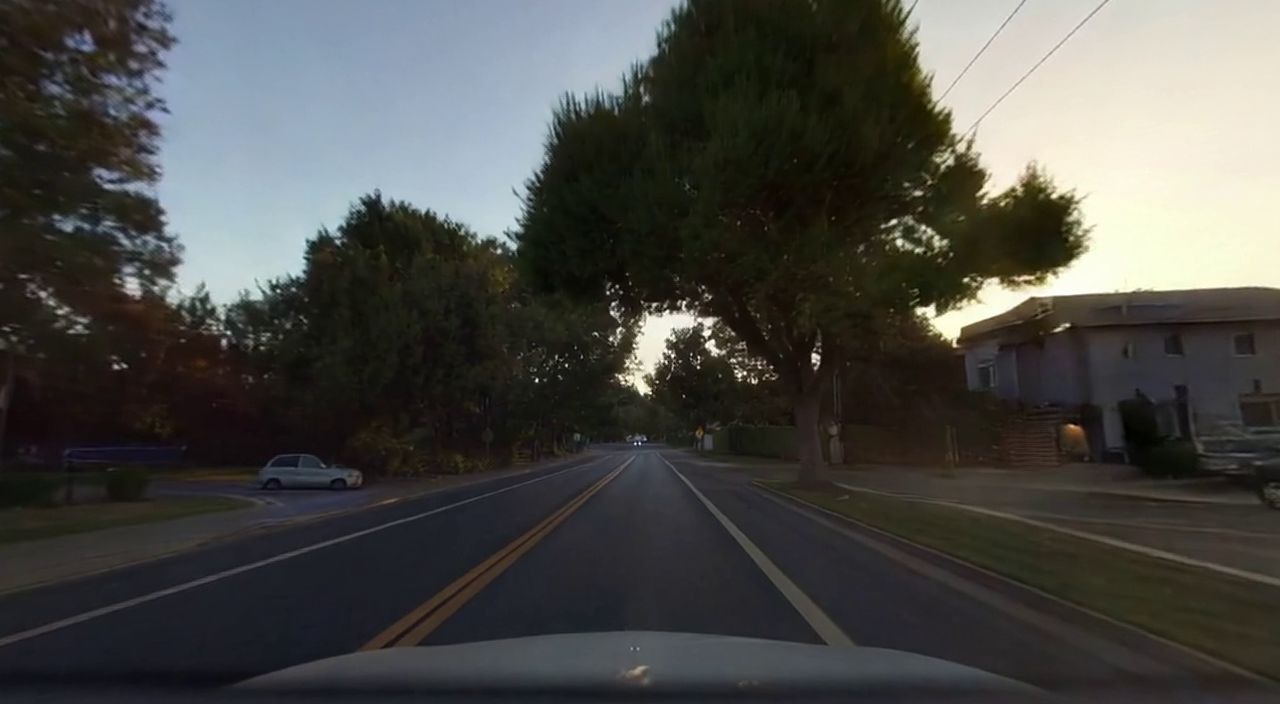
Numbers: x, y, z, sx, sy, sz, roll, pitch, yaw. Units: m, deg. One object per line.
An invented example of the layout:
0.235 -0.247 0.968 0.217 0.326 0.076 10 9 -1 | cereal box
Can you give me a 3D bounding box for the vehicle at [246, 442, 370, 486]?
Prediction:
-13.842 4.639 26.364 4.310 1.723 1.915 -2 -9 15 | vehicle
